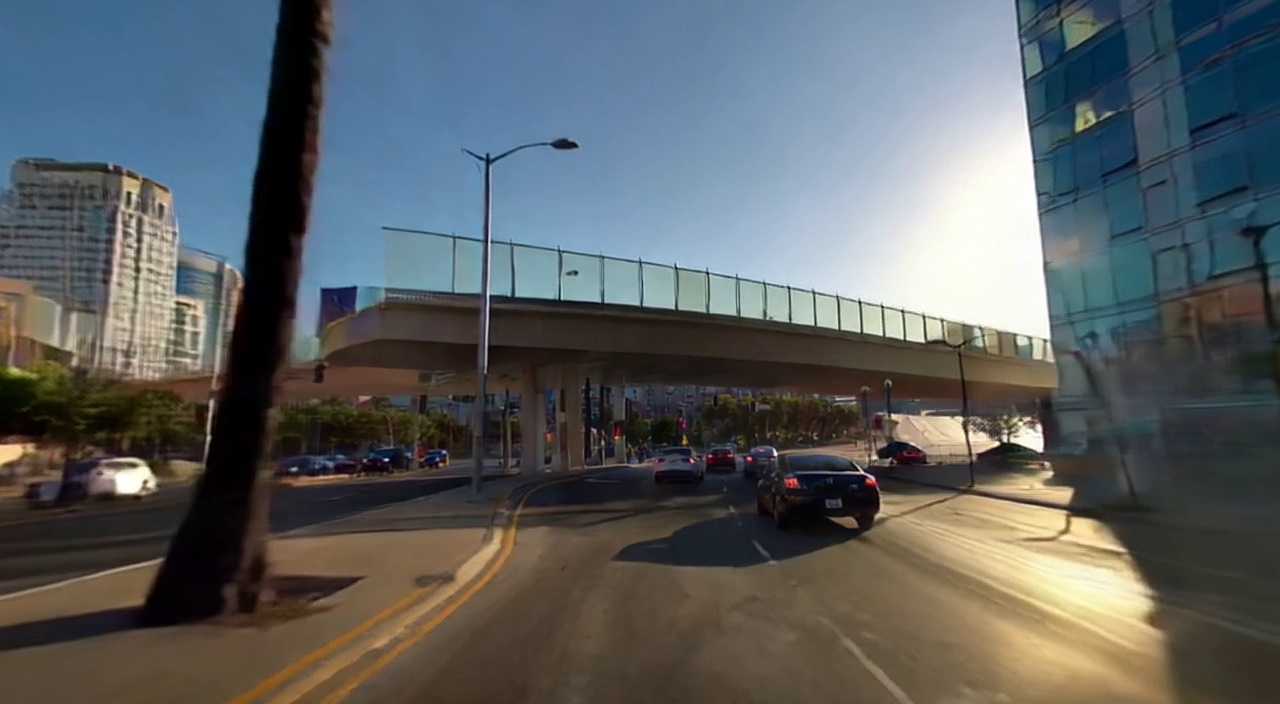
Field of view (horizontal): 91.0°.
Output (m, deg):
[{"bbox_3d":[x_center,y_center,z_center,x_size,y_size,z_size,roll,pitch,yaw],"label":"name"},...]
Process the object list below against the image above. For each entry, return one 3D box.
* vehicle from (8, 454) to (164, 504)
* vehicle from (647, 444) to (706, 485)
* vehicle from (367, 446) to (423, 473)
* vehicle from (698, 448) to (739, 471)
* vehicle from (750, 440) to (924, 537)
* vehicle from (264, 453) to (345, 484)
[{"bbox_3d":[-19.921,4.549,22.937,1.850,1.590,4.201,0,-9,-1],"label":"vehicle"},{"bbox_3d":[1.561,4.538,25.640,2.077,1.518,3.760,-1,-9,8],"label":"vehicle"},{"bbox_3d":[-17.337,7.612,44.819,2.040,1.749,4.796,0,-9,0],"label":"vehicle"},{"bbox_3d":[5.508,7.367,43.488,2.134,1.492,4.674,-2,-9,15],"label":"vehicle"},{"bbox_3d":[3.526,2.514,12.398,2.051,1.509,4.933,0,-9,3],"label":"vehicle"},{"bbox_3d":[-17.789,6.151,33.627,1.912,1.482,4.495,0,-9,-1],"label":"vehicle"}]
